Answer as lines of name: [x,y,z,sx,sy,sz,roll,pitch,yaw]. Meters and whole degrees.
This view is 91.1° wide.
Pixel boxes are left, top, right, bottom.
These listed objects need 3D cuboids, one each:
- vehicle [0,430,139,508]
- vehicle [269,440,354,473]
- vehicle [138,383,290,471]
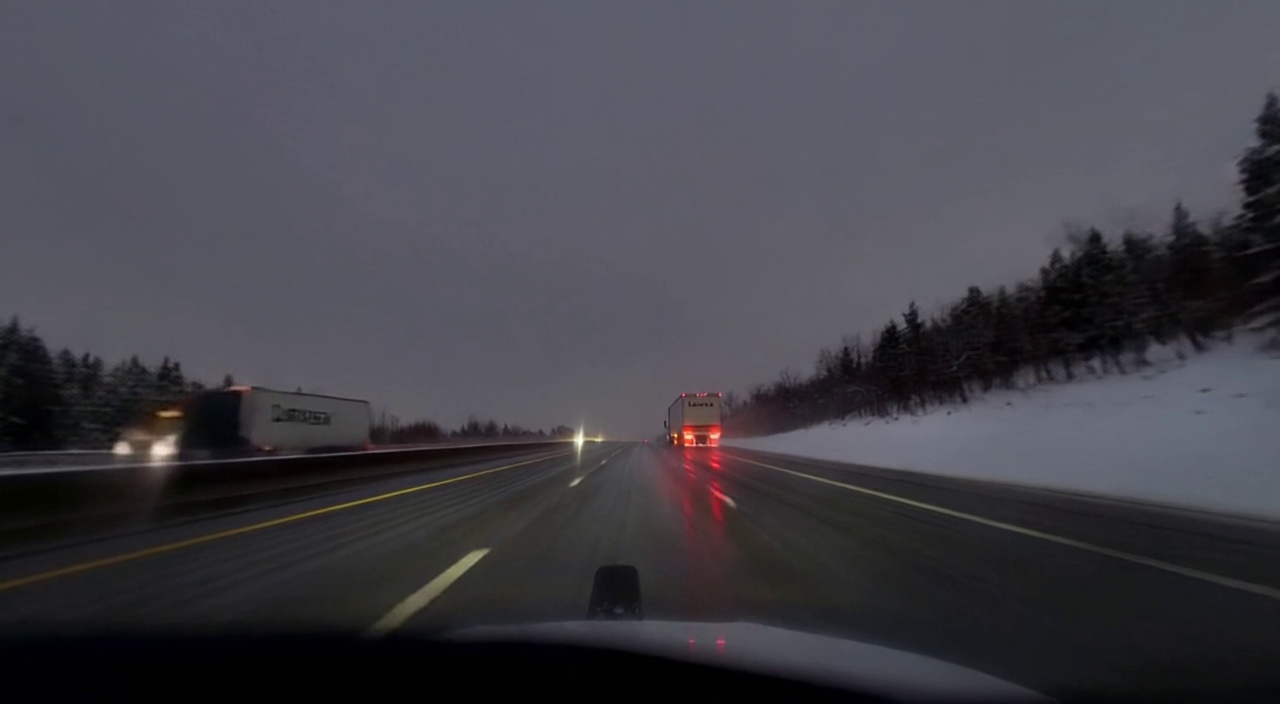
vehicle: [-13.737,2.517,13.835,1.847,1.544,4.263,0,-8,1]
vehicle: [-16.168,5.129,31.188,1.835,1.485,4.359,0,-8,0]
vehicle: [-20.344,3.701,30.599,2.996,3.848,6.056,0,-8,0]
